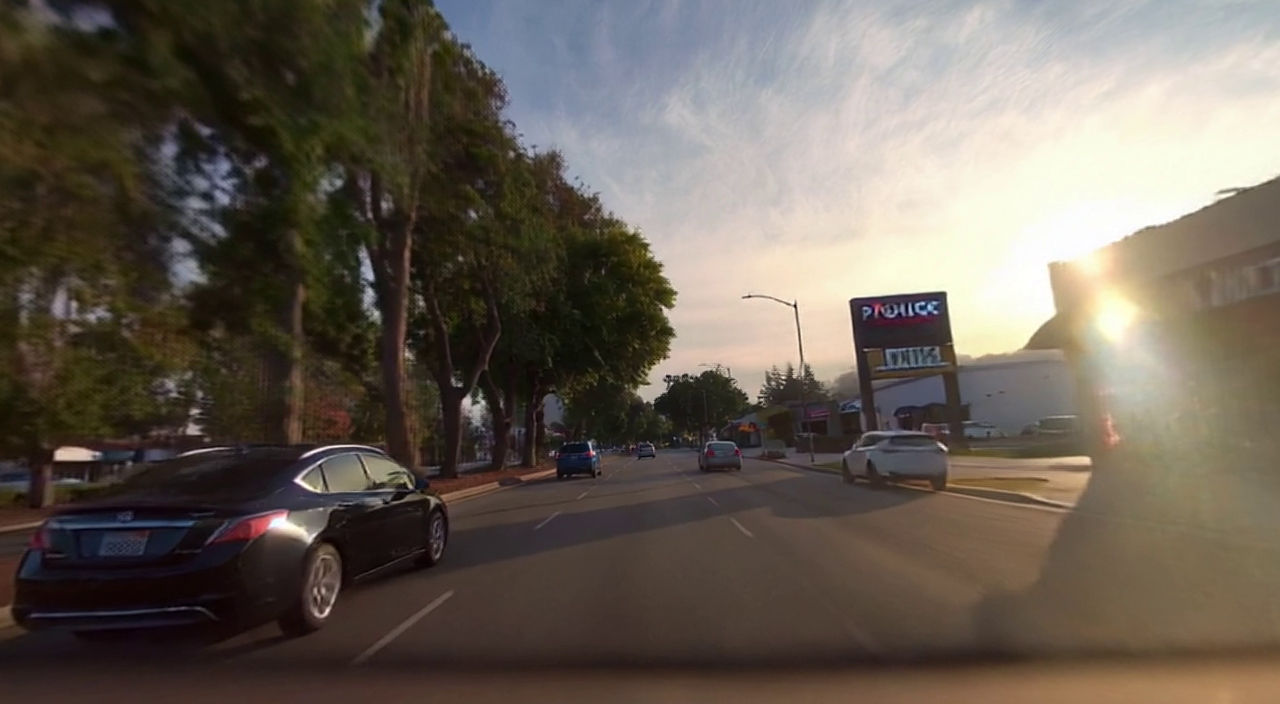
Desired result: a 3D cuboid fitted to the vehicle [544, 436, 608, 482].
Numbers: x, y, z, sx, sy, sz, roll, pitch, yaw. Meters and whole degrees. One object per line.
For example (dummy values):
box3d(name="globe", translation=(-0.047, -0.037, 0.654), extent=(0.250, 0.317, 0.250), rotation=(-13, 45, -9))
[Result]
box3d(name="vehicle", translation=(-2.650, 4.584, 27.283), extent=(2.193, 1.788, 4.603), rotation=(0, -8, 1))

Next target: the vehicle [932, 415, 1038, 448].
box3d(name="vehicle", translation=(21.227, 4.943, 38.932), extent=(5.166, 1.870, 2.317), rotation=(0, -10, -2))

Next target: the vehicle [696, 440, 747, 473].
box3d(name="vehicle", translation=(3.877, 5.038, 30.604), extent=(1.904, 1.490, 4.299), rotation=(0, -8, 0))

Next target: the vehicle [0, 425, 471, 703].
box3d(name="vehicle", translation=(-3.152, 1.449, 5.435), extent=(1.956, 1.460, 4.802), rotation=(0, -8, 1))

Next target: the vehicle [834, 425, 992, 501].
box3d(name="vehicle", translation=(7.323, 3.035, 17.651), extent=(2.198, 1.788, 4.941), rotation=(0, -8, 0))
